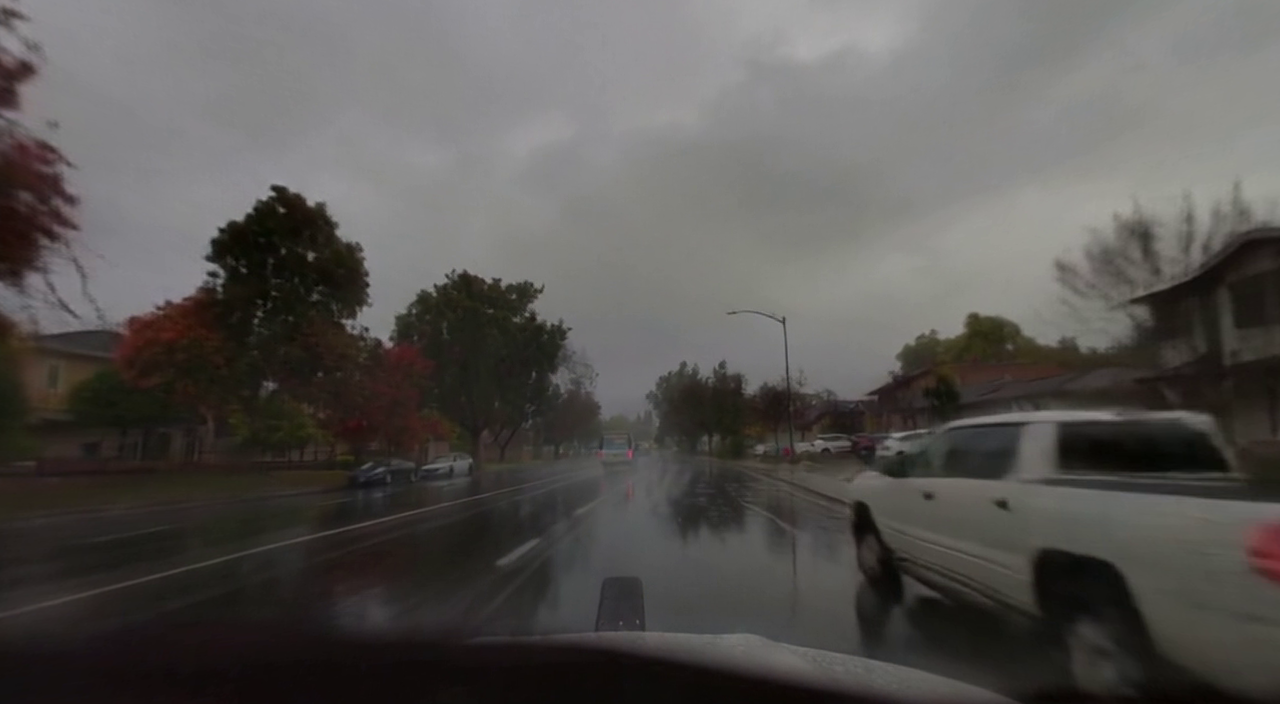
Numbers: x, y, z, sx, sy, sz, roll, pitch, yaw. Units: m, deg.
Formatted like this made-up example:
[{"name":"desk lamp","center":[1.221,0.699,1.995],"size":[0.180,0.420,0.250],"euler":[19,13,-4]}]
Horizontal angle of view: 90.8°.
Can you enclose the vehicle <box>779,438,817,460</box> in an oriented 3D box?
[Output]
[{"name":"vehicle","center":[11.388,7.014,45.751],"size":[1.897,1.524,4.604],"euler":[-1,-8,5]}]

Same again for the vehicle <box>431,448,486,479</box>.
[{"name":"vehicle","center":[-11.251,6.923,39.474],"size":[2.002,1.598,4.366],"euler":[-6,-8,0]}]

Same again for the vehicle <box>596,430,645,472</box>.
[{"name":"vehicle","center":[-0.958,5.341,34.295],"size":[2.085,2.084,5.133],"euler":[-1,-9,4]}]

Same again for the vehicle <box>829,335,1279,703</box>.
[{"name":"vehicle","center":[3.262,1.196,4.836],"size":[2.209,1.812,5.012],"euler":[0,-9,2]}]

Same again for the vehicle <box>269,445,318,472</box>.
[{"name":"vehicle","center":[-22.971,7.044,42.007],"size":[1.940,1.554,4.237],"euler":[3,-7,-17]}]

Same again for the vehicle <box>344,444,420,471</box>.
[{"name":"vehicle","center":[-18.399,7.584,45.194],"size":[4.549,1.814,1.944],"euler":[-1,-11,-2]}]
